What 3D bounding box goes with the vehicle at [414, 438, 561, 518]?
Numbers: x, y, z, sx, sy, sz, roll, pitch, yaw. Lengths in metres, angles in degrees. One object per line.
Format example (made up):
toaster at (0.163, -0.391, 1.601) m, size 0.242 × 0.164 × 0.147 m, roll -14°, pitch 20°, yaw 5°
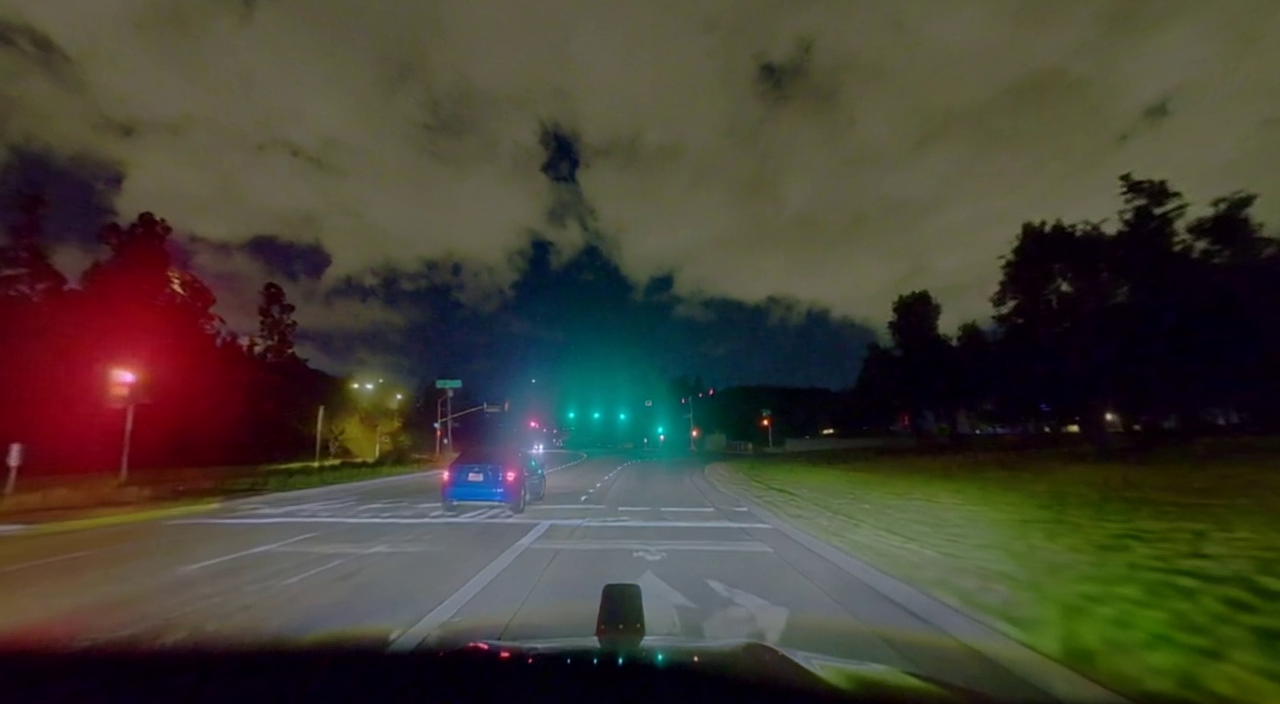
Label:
vehicle at (-3.106, 2.686, 13.960) m, size 1.963 × 1.460 × 4.614 m, roll -1°, pitch -9°, yaw 2°
